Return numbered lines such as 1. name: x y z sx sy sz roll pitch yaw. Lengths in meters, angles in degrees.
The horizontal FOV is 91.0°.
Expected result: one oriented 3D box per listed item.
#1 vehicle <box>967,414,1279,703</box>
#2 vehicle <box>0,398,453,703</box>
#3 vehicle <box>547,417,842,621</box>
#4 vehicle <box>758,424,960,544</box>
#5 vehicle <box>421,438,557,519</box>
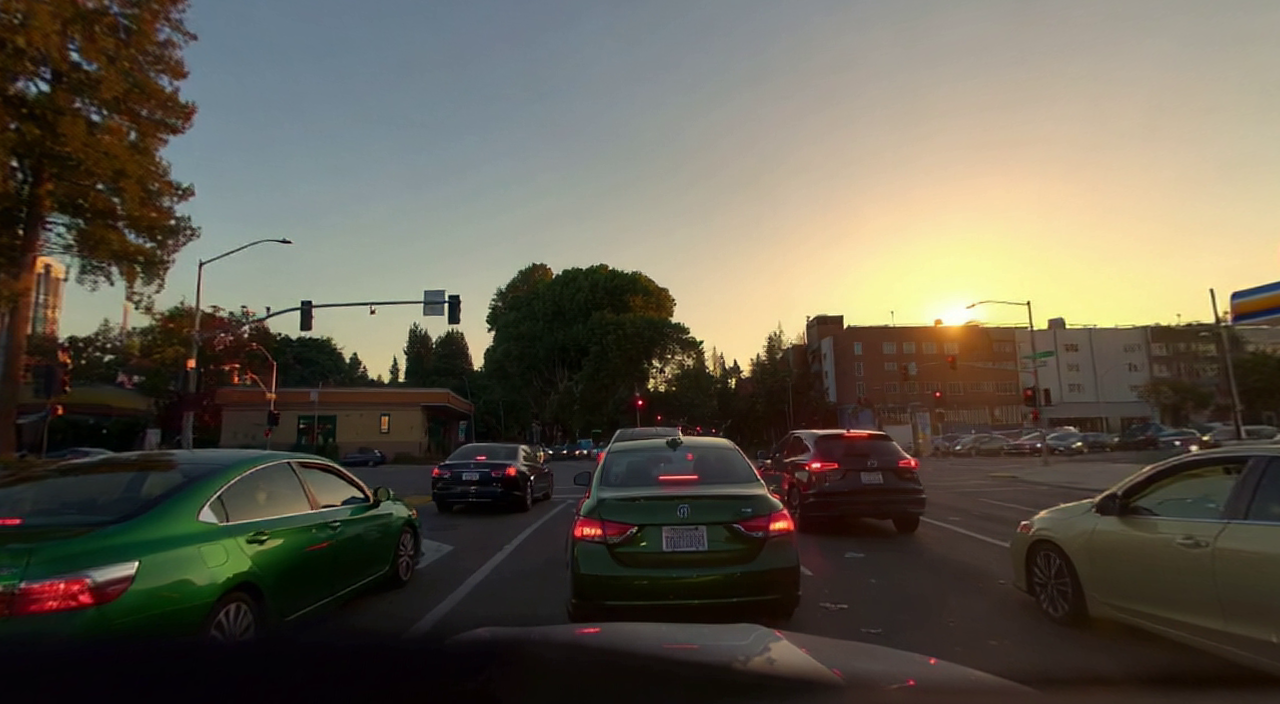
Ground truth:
1. vehicle: 4.192 1.130 3.612 1.950 1.497 4.686 0 -9 -3
2. vehicle: -3.002 1.255 4.630 1.887 1.493 4.255 0 -9 1
3. vehicle: 0.350 1.582 6.972 2.220 1.507 4.317 0 -9 -2
4. vehicle: 3.408 2.133 10.794 1.947 1.630 4.127 0 -9 0
5. vehicle: -3.053 2.647 13.737 1.867 1.474 4.237 0 -9 1
